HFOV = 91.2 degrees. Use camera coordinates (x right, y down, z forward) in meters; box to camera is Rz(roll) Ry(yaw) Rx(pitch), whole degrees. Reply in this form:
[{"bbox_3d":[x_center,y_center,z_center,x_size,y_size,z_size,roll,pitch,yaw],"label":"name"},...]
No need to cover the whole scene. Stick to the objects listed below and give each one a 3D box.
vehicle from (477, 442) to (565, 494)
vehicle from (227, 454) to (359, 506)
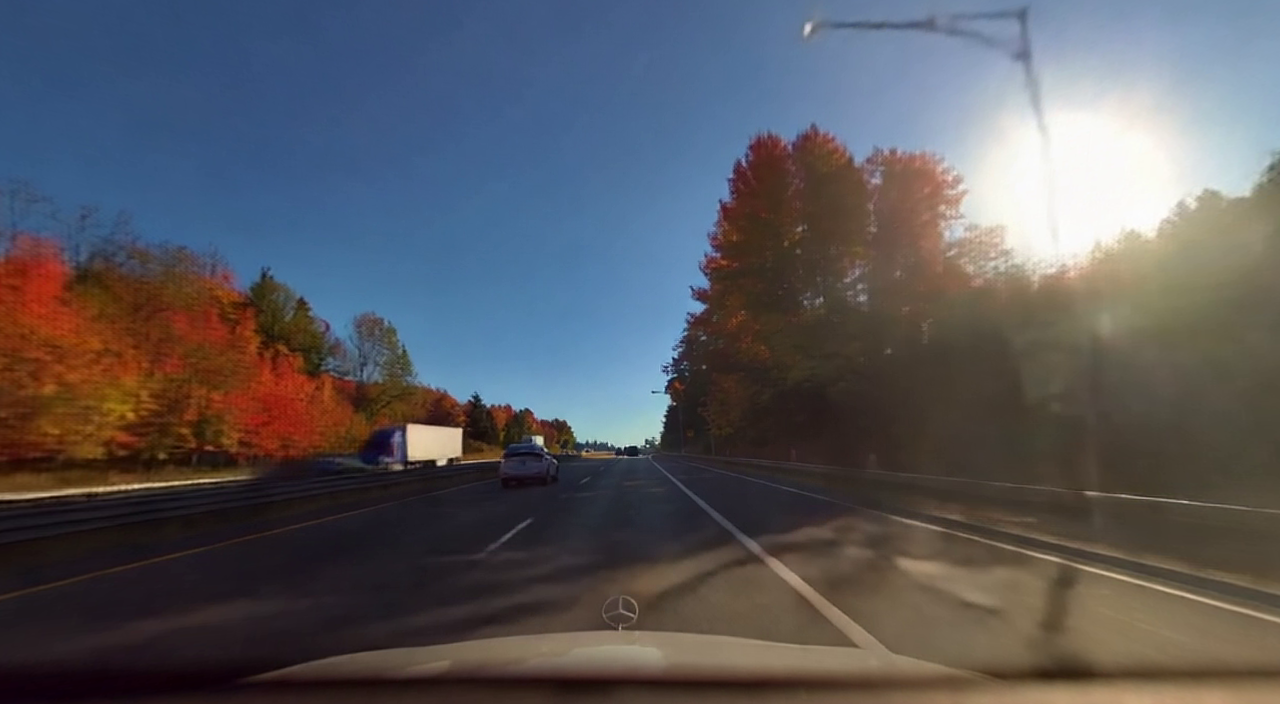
[{"bbox_3d":[-3.995,3.995,21.967,2.153,1.577,4.707,0,-9,0],"label":"vehicle"},{"bbox_3d":[-11.203,4.124,20.661,1.856,1.463,4.336,0,-9,0],"label":"vehicle"}]
